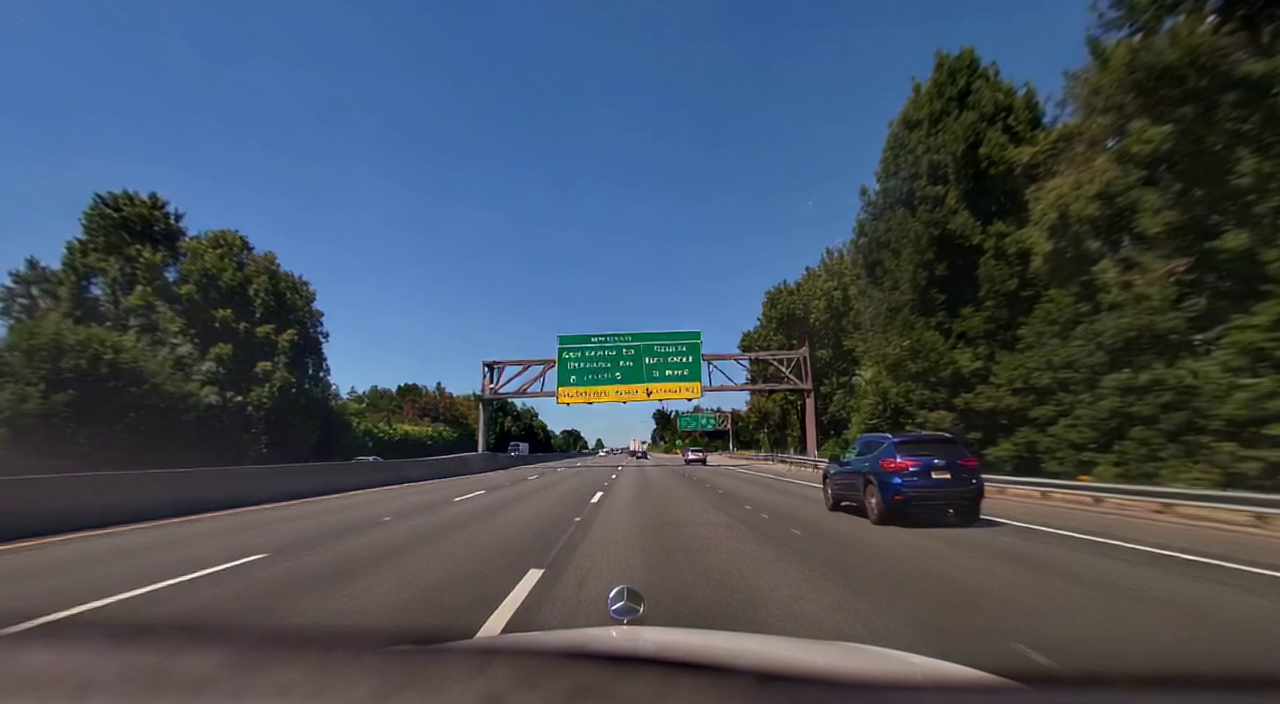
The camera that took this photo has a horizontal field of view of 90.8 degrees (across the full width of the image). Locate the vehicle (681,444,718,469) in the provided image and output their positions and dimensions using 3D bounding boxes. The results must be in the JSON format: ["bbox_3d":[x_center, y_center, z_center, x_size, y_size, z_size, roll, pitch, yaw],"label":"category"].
[{"bbox_3d":[4.300,7.616,46.249,2.096,1.712,4.697,0,-9,-1],"label":"vehicle"}]

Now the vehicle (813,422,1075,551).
[{"bbox_3d":[4.459,2.036,10.245,1.929,1.604,4.478,0,-9,-1],"label":"vehicle"}]
